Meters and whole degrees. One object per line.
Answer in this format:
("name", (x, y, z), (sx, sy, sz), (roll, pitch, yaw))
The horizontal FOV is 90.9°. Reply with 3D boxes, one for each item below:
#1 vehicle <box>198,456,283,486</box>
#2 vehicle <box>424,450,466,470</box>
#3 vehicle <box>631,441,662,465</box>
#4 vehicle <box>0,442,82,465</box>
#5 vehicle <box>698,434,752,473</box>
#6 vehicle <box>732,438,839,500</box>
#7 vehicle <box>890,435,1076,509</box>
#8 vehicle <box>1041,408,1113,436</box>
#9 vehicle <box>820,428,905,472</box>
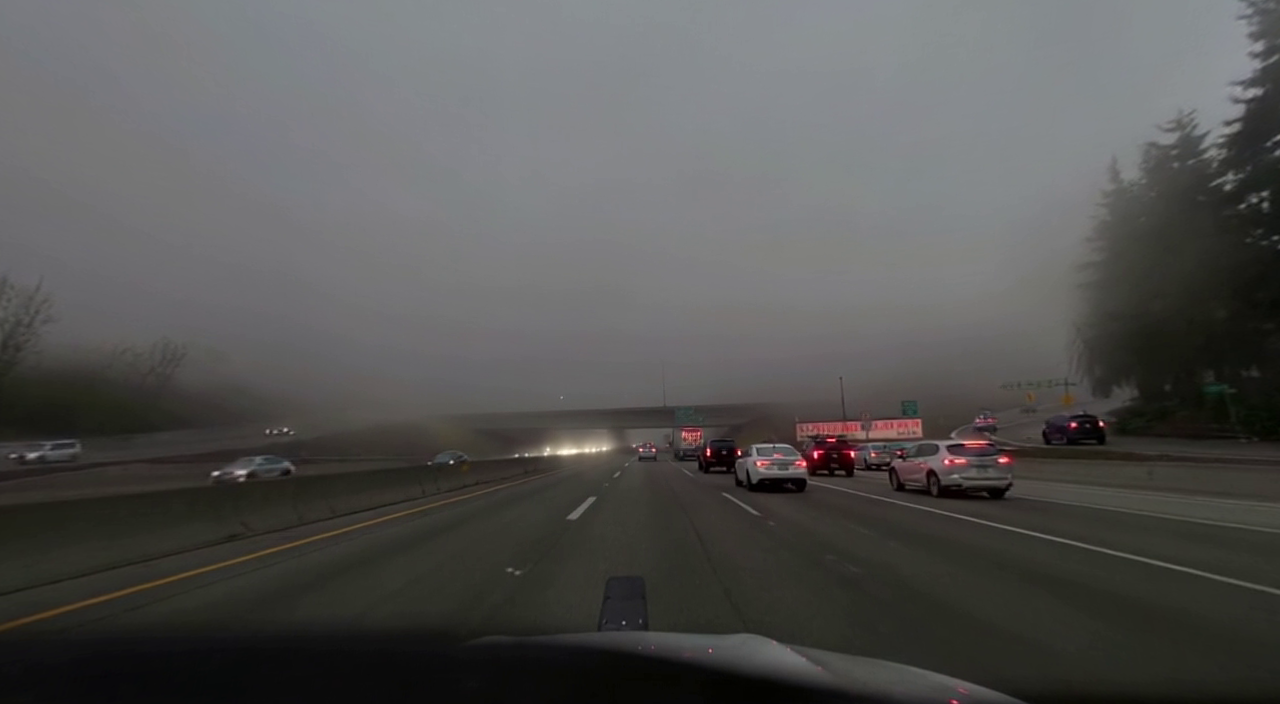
("vehicle", (-22.873, 6.800, 36.337), (1.832, 1.483, 4.565), (0, -8, 1))
("vehicle", (-15.233, 8.451, 49.462), (1.897, 1.468, 4.391), (0, -8, 1))
("vehicle", (0.430, 7.210, 45.174), (2.124, 1.639, 4.122), (0, -8, -1))
("vehicle", (-41.623, 7.057, 43.875), (1.753, 1.508, 4.416), (0, -8, -4))
("vehicle", (4.307, 5.248, 32.752), (2.086, 1.858, 4.737), (0, -8, -1))
("vehicle", (3.880, 3.195, 17.692), (1.902, 1.481, 4.451), (0, -8, -1))
("vehicle", (7.823, 2.745, 14.978), (1.919, 1.476, 4.303), (0, -8, -1))
("vehicle", (32.437, 5.267, 47.036), (2.131, 1.840, 4.870), (-1, -8, 5))
("vehicle", (11.184, 4.998, 32.238), (2.193, 2.025, 5.606), (0, -8, -1))
